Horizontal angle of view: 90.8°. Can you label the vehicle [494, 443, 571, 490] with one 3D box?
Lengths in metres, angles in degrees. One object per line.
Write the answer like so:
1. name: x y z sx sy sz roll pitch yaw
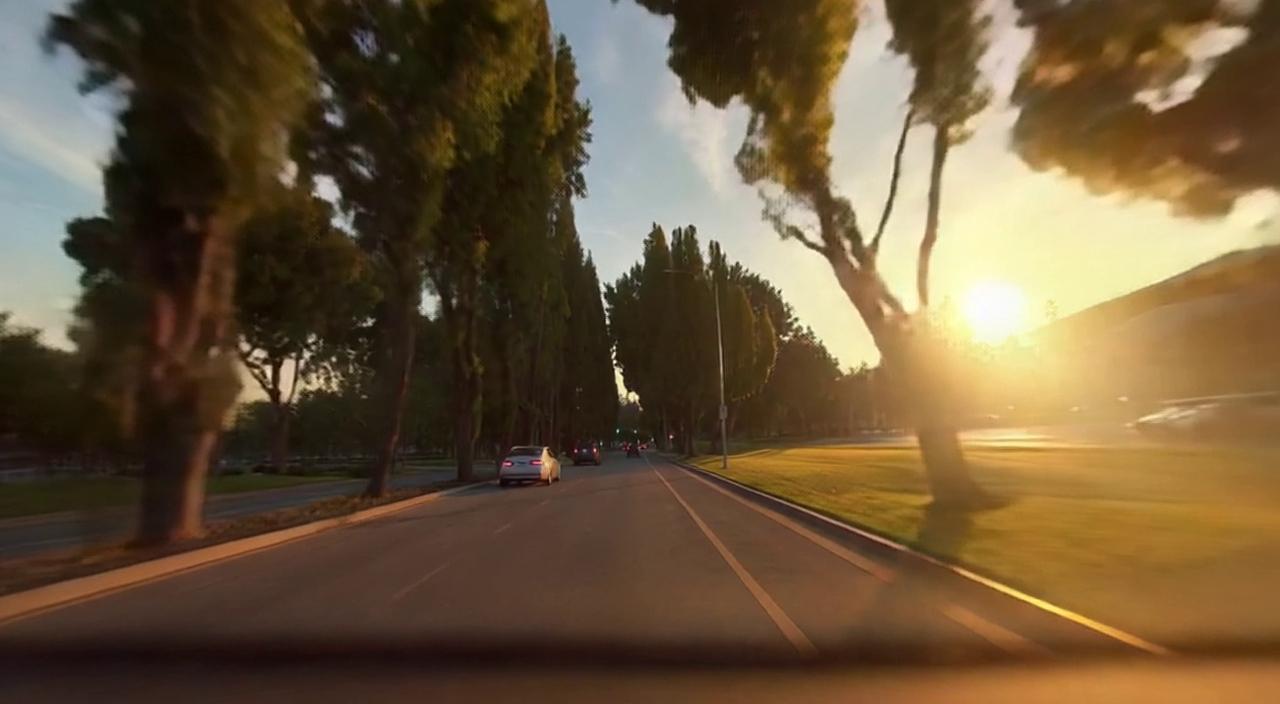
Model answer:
1. vehicle: -3.641 3.938 22.096 1.932 1.431 4.144 -1 -8 1
